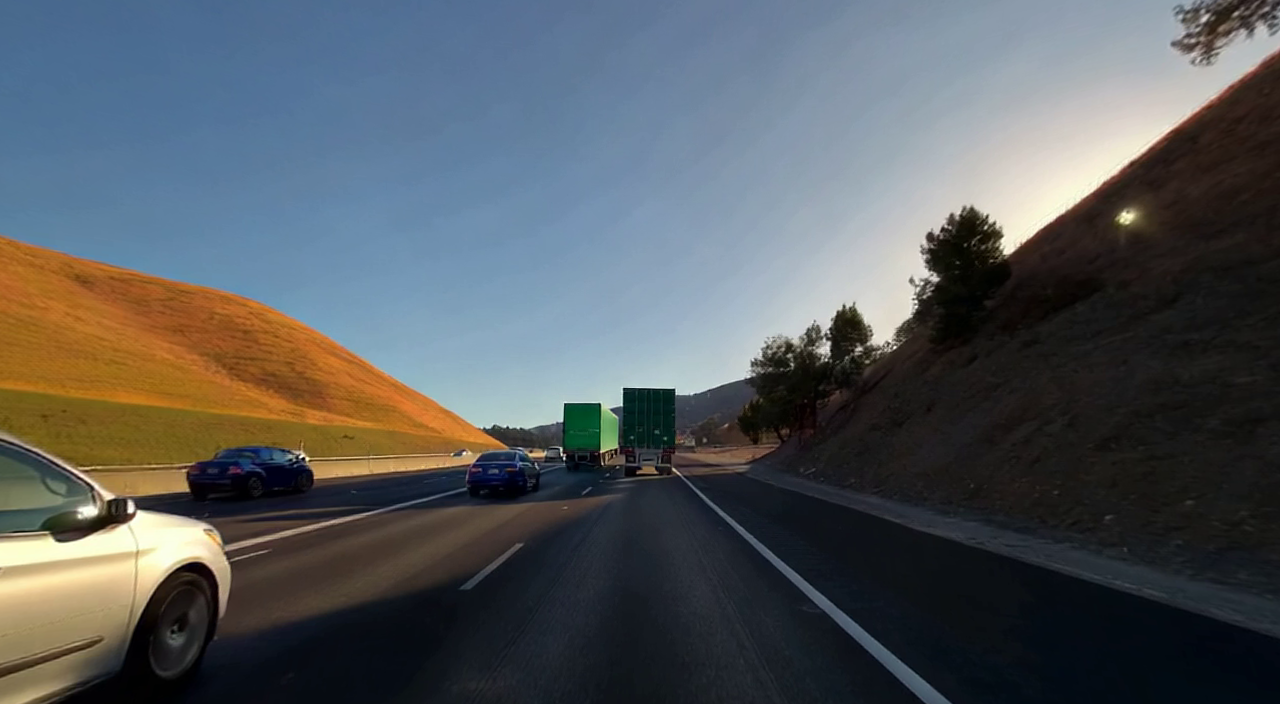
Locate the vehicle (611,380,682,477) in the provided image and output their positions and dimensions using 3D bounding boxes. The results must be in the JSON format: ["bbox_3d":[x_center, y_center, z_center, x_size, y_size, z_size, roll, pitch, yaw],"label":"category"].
[{"bbox_3d":[0.464,3.957,31.635,2.913,3.988,10.874,0,-8,2],"label":"vehicle"}]

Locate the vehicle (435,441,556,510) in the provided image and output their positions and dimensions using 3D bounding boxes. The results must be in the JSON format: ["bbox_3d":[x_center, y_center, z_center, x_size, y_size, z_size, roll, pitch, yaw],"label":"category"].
[{"bbox_3d":[-3.328,2.919,15.442,1.950,1.446,4.224,0,-8,0],"label":"vehicle"}]

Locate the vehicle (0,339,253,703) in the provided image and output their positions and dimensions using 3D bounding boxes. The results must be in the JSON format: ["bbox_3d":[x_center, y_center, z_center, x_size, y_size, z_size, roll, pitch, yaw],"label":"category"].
[{"bbox_3d":[-3.829,0.728,1.921,2.136,1.779,4.875,0,-8,1],"label":"vehicle"}]

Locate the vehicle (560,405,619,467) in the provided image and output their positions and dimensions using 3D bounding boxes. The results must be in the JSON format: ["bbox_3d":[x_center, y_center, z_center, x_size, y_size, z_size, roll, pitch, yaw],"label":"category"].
[{"bbox_3d":[-3.569,6.596,48.930,3.311,4.073,14.172,0,-8,0],"label":"vehicle"}]
